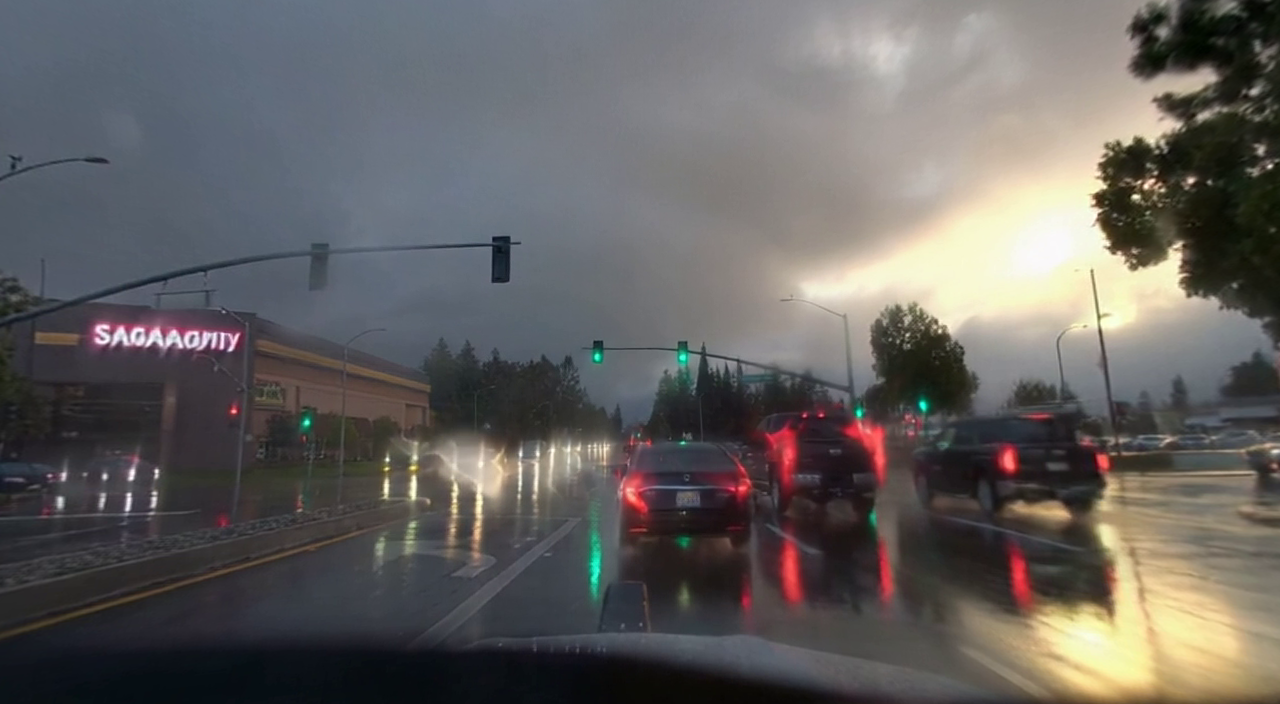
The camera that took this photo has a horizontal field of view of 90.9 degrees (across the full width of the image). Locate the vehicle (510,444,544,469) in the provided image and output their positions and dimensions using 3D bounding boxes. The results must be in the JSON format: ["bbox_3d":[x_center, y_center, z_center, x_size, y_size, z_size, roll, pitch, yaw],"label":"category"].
[{"bbox_3d":[-8.491,7.828,47.653,1.904,1.789,4.021,0,-8,-1],"label":"vehicle"}]

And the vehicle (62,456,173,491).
[{"bbox_3d":[-29.064,6.734,35.148,4.789,1.828,2.025,-2,-8,11],"label":"vehicle"}]

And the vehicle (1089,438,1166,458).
[{"bbox_3d":[36.333,7.181,47.074,4.230,1.449,1.782,0,-8,2],"label":"vehicle"}]

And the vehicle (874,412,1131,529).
[{"bbox_3d":[7.287,2.445,13.650,2.323,2.009,5.266,0,-8,-1],"label":"vehicle"}]

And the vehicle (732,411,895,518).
[{"bbox_3d":[3.854,2.626,15.290,2.358,2.116,5.328,0,-8,-1],"label":"vehicle"}]

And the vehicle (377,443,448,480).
[{"bbox_3d":[-12.066,5.816,33.793,1.991,1.844,4.393,0,-8,2],"label":"vehicle"}]

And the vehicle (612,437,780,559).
[{"bbox_3d":[0.610,2.053,9.607,2.038,1.447,3.756,0,-8,-2],"label":"vehicle"}]

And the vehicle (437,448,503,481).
[{"bbox_3d":[-8.185,5.438,30.788,2.002,1.469,4.301,0,-8,0],"label":"vehicle"}]
